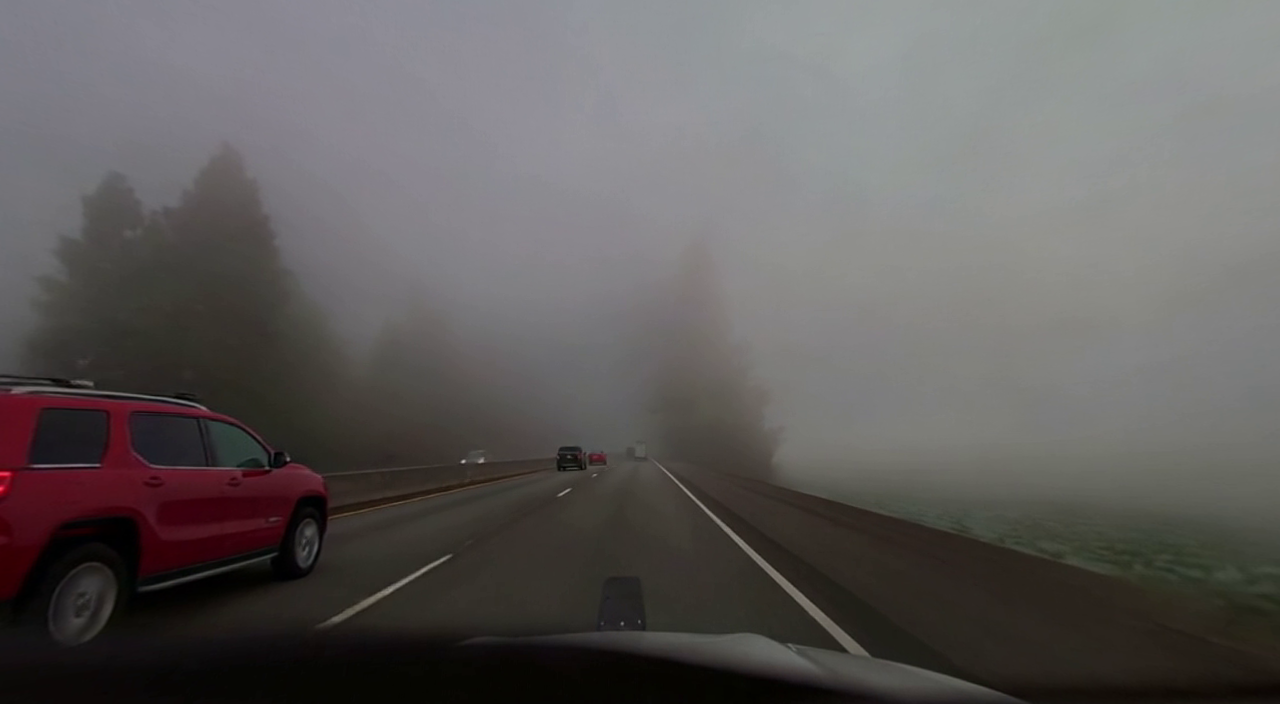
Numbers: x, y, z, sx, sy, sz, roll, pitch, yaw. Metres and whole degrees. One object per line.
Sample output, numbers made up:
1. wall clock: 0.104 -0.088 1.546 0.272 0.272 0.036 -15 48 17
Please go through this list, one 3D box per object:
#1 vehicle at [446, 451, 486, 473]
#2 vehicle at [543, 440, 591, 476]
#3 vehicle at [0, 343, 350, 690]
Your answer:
1. vehicle: -13.053 8.291 47.560 1.841 1.517 4.455 0 -9 -1
2. vehicle: -3.918 5.809 34.603 2.056 1.811 4.202 -1 -9 1
3. vehicle: -4.655 1.207 5.325 2.102 1.941 4.703 0 -9 1
